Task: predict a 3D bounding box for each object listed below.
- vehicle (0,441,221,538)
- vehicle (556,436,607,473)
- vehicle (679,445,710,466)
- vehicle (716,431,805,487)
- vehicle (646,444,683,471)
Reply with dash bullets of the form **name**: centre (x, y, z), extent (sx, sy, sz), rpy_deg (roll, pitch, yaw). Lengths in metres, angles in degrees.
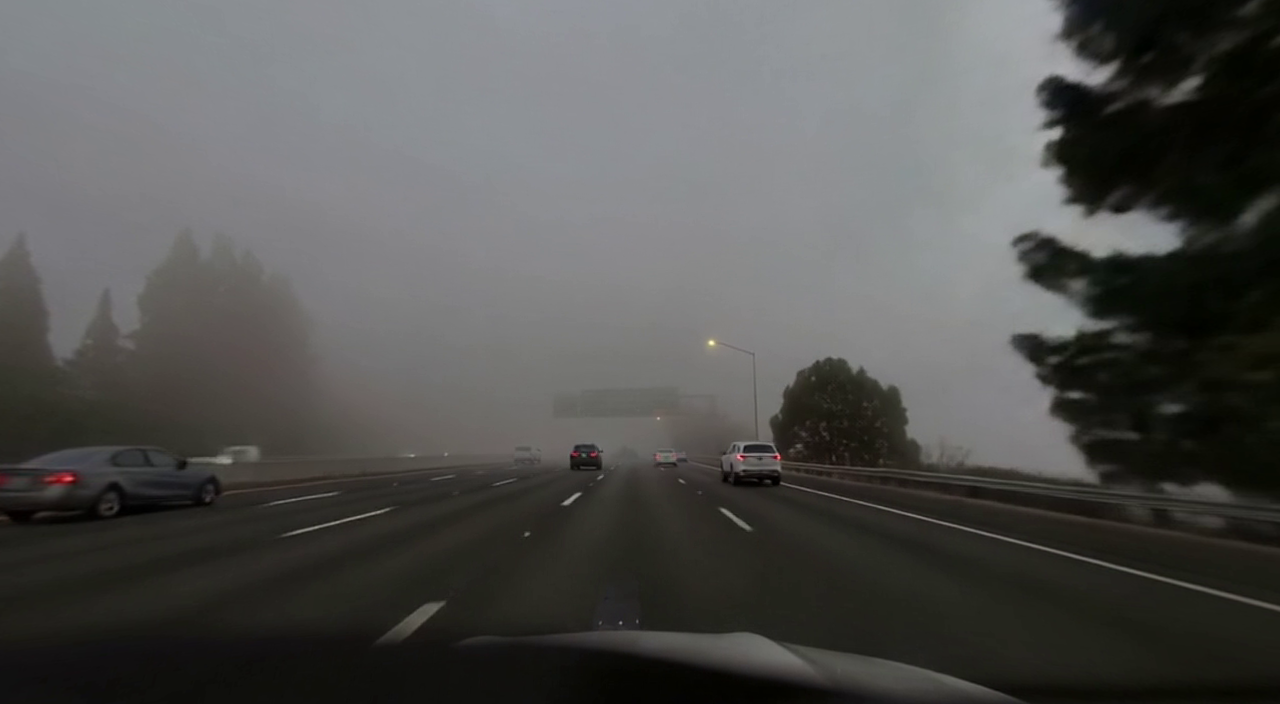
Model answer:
- **vehicle**: centre (-10.660, 2.482, 12.090), extent (1.974, 1.472, 4.684), rpy_deg (0, -9, 0)
- **vehicle**: centre (-3.292, 5.952, 36.687), extent (2.449, 1.929, 5.503), rpy_deg (0, -9, 0)
- **vehicle**: centre (4.062, 7.815, 47.700), extent (1.929, 1.485, 4.482), rpy_deg (0, -9, 0)
- **vehicle**: centre (4.189, 3.817, 22.799), extent (2.218, 1.776, 4.807), rpy_deg (0, -9, 0)
- **vehicle**: centre (1.446, 6.382, 38.312), extent (2.126, 1.529, 4.438), rpy_deg (-1, -9, 1)
